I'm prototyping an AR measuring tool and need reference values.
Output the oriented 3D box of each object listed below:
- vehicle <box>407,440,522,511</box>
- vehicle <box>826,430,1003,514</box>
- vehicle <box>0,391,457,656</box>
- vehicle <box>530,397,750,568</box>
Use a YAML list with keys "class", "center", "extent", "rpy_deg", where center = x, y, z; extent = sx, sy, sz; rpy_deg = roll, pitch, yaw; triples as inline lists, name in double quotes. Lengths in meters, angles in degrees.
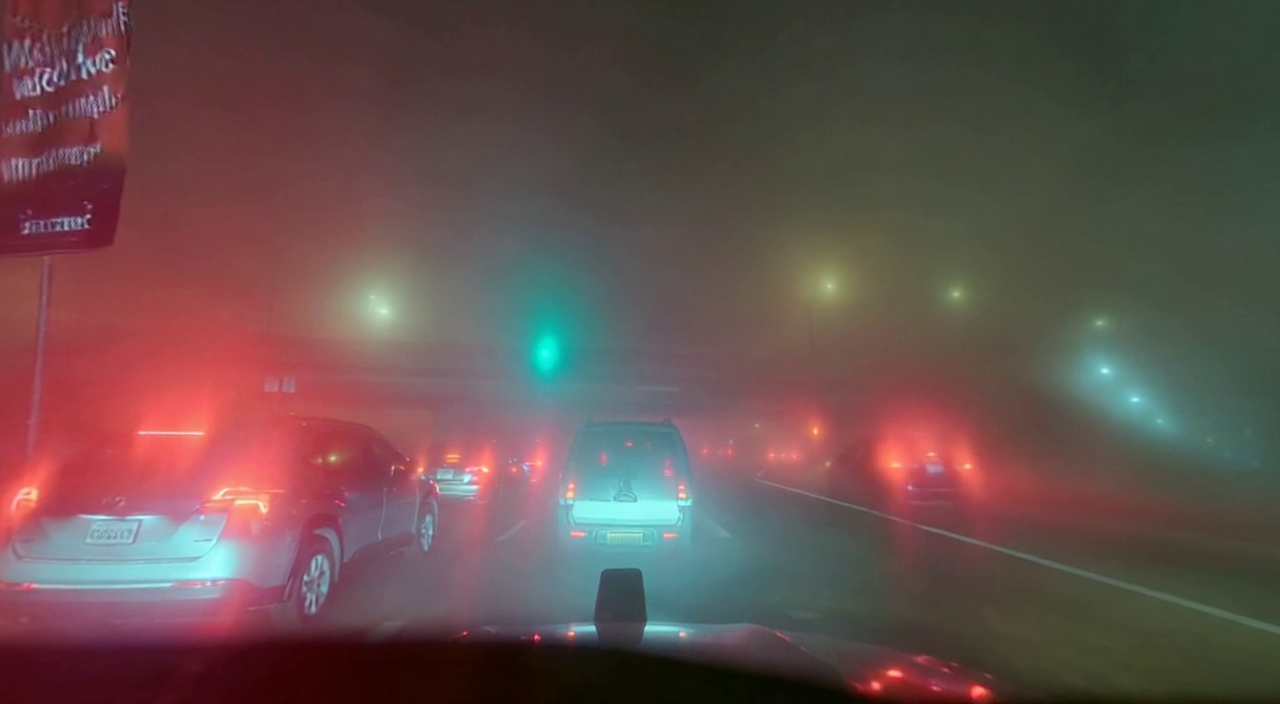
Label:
- class: "vehicle"
  center: [-4.148, 2.946, 15.431]
  extent: [1.797, 1.505, 3.506]
  rpy_deg: [0, -9, 0]
- class: "vehicle"
  center: [6.445, 2.870, 15.523]
  extent: [2.191, 1.730, 4.658]
  rpy_deg: [0, -9, -1]
- class: "vehicle"
  center: [-3.499, 1.433, 6.285]
  extent: [2.039, 1.709, 4.265]
  rpy_deg: [0, -9, 0]
- class: "vehicle"
  center: [-0.077, 1.763, 9.214]
  extent: [2.409, 1.864, 4.471]
  rpy_deg: [0, -9, -2]
